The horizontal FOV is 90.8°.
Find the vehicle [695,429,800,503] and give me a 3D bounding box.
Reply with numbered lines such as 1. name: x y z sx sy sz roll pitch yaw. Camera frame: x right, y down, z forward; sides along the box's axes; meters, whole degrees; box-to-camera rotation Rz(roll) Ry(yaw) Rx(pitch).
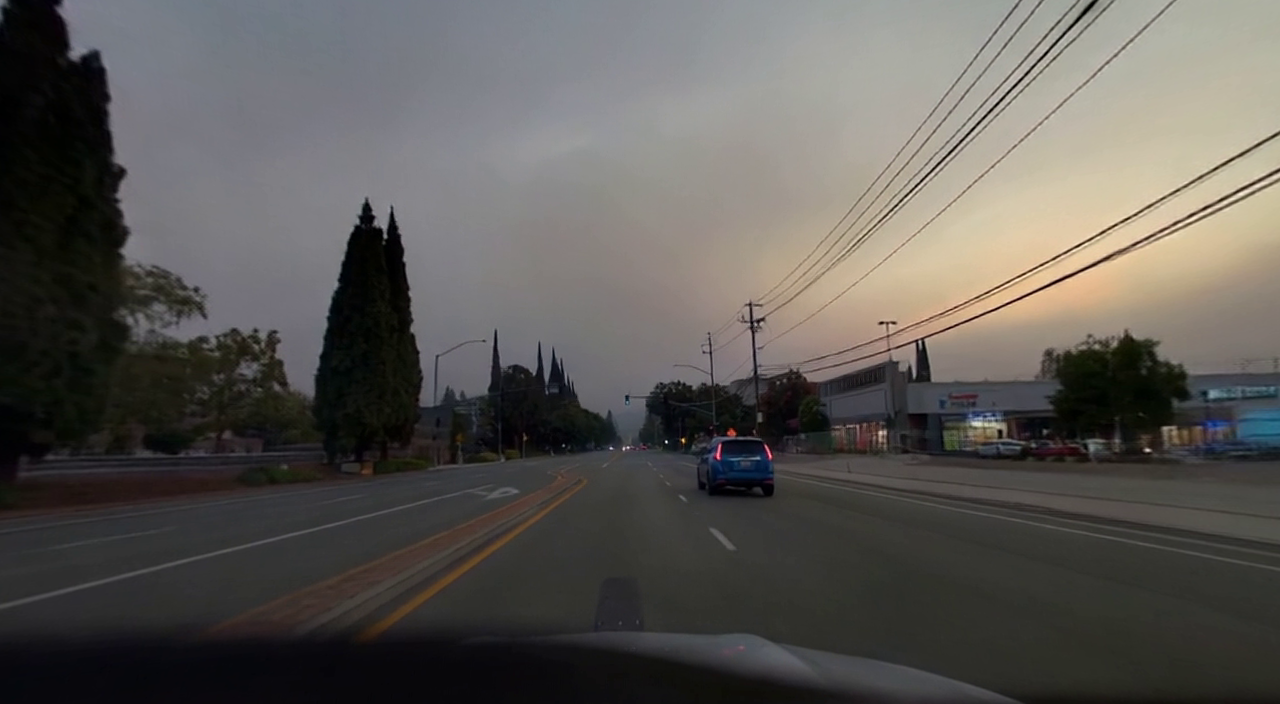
1. vehicle: 2.883 3.224 18.133 2.060 1.820 4.713 0 -9 -2
